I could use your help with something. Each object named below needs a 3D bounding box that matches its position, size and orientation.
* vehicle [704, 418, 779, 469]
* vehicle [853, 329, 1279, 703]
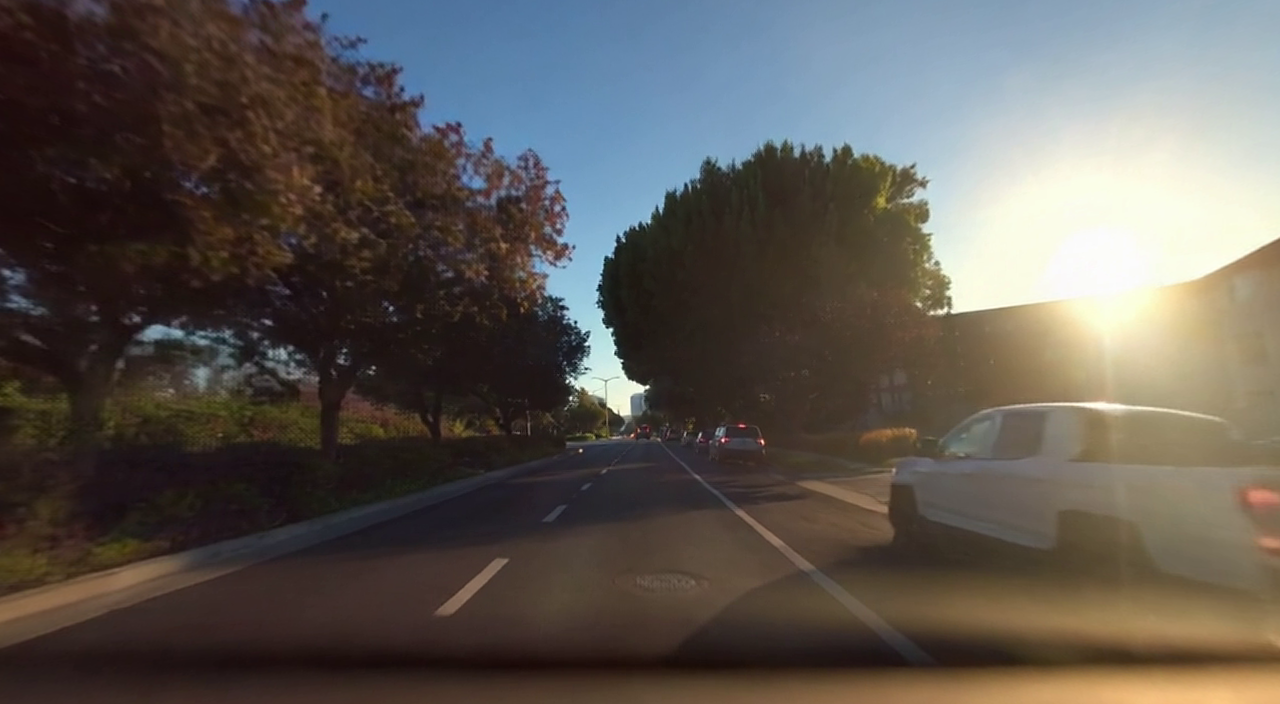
[{"bbox_3d":[4.060,3.743,26.030,2.226,1.889,4.543,0,-8,-1],"label":"vehicle"},{"bbox_3d":[3.726,1.080,4.945,2.250,1.720,5.033,0,-8,-1],"label":"vehicle"}]
